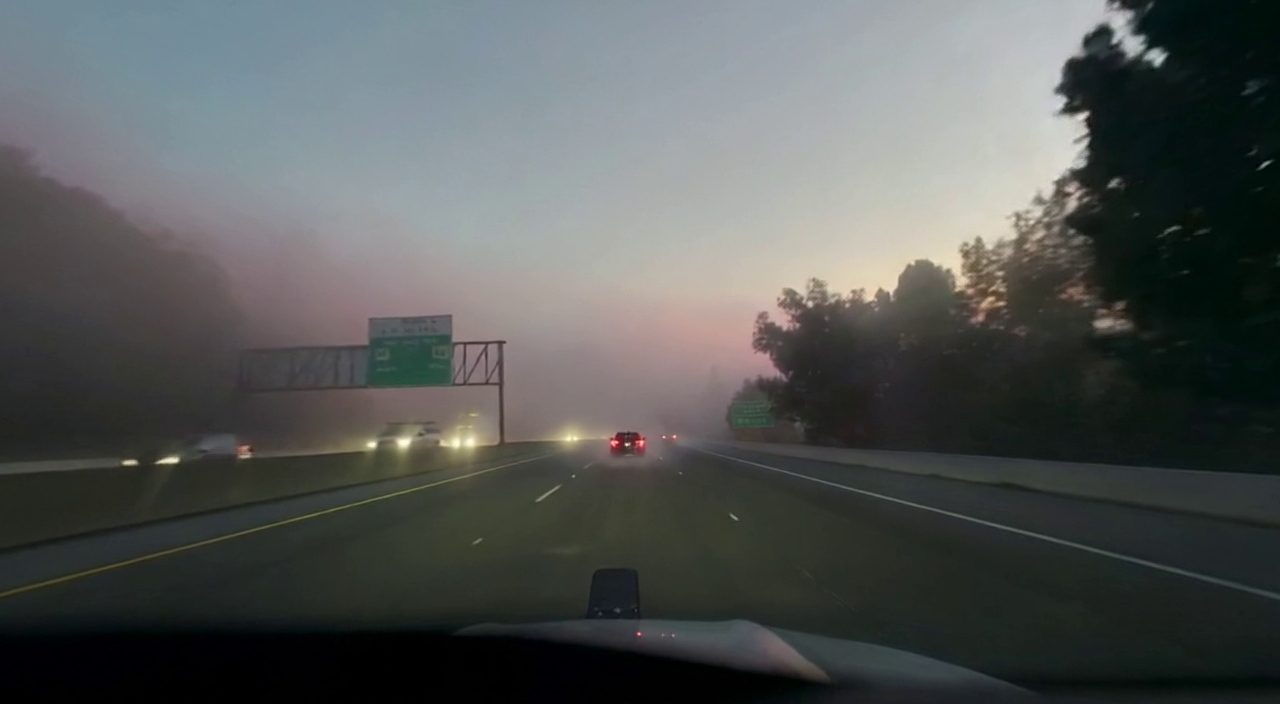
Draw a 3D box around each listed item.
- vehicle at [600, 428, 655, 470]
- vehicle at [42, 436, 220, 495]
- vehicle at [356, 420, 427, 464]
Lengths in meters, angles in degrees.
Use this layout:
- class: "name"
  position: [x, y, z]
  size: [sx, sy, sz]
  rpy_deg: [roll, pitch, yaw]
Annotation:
- class: "vehicle"
  position: [-0.514, 3.986, 26.247]
  size: [2.094, 1.600, 3.666]
  rpy_deg: [0, -8, -1]
- class: "vehicle"
  position: [-16.037, 3.545, 20.256]
  size: [2.001, 1.671, 4.427]
  rpy_deg: [0, -8, 0]
- class: "vehicle"
  position: [-16.291, 5.919, 41.782]
  size: [2.321, 2.674, 5.828]
  rpy_deg: [0, -8, -1]
